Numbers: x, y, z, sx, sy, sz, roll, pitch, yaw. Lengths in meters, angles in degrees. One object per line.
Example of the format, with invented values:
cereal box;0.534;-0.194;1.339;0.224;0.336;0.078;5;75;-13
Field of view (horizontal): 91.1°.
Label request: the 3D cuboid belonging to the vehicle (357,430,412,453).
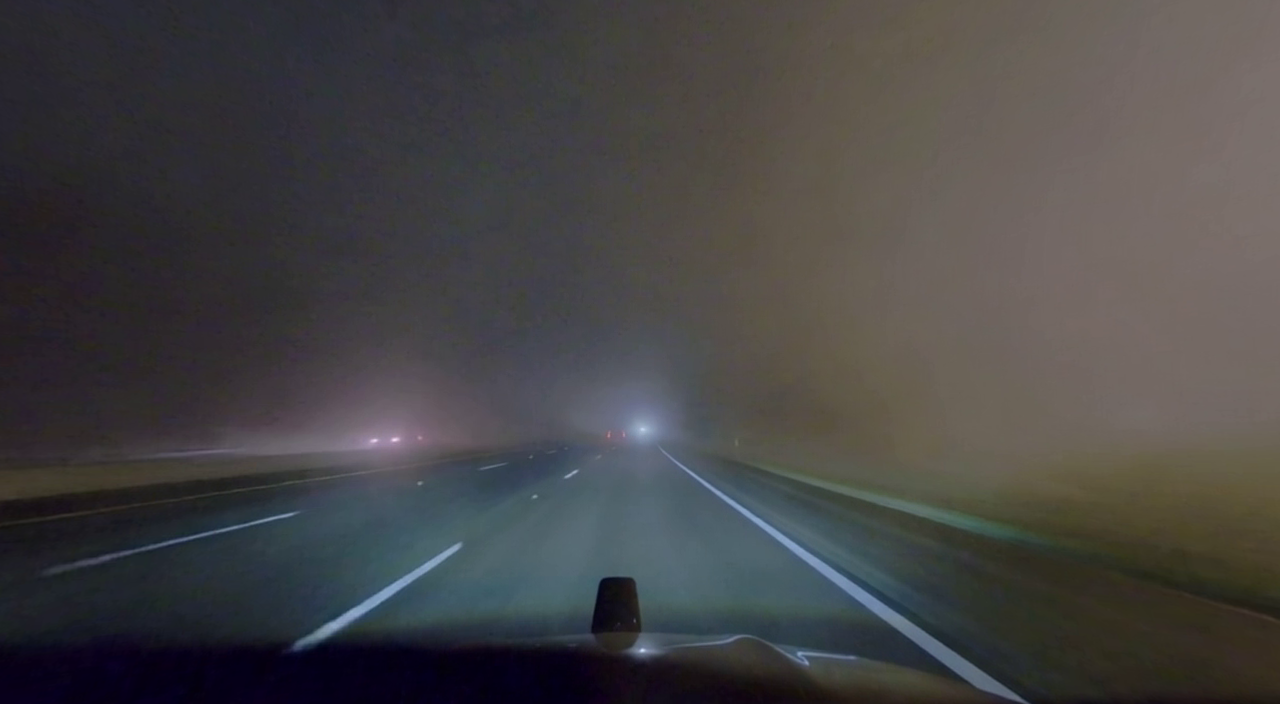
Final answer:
vehicle;-18.270;6.401;45.213;1.900;1.572;4.762;0;-8;1
